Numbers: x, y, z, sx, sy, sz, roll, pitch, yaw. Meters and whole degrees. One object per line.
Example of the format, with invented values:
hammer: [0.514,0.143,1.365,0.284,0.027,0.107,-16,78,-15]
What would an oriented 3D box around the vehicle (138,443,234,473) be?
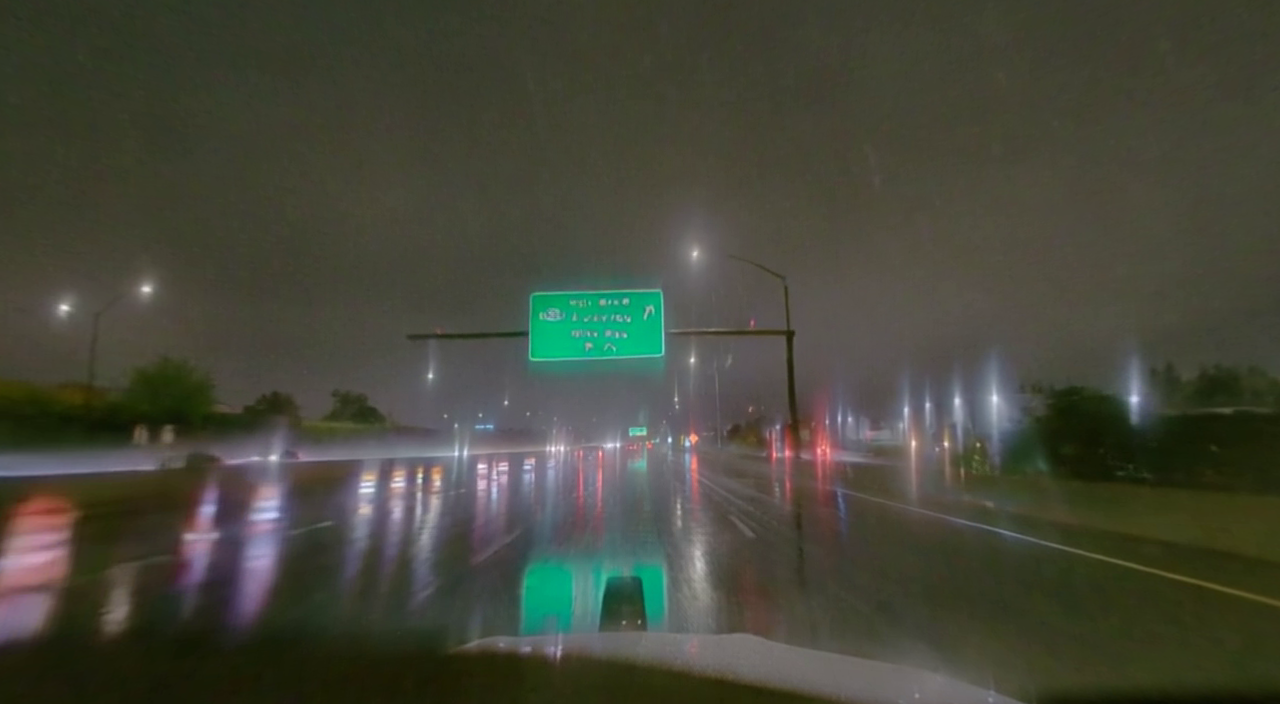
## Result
vehicle: [-26.654,6.228,37.073,1.980,1.627,4.751,0,-9,2]

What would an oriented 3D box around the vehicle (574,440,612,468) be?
vehicle: [-2.937,6.497,40.129,2.078,1.629,4.059,0,-9,1]
